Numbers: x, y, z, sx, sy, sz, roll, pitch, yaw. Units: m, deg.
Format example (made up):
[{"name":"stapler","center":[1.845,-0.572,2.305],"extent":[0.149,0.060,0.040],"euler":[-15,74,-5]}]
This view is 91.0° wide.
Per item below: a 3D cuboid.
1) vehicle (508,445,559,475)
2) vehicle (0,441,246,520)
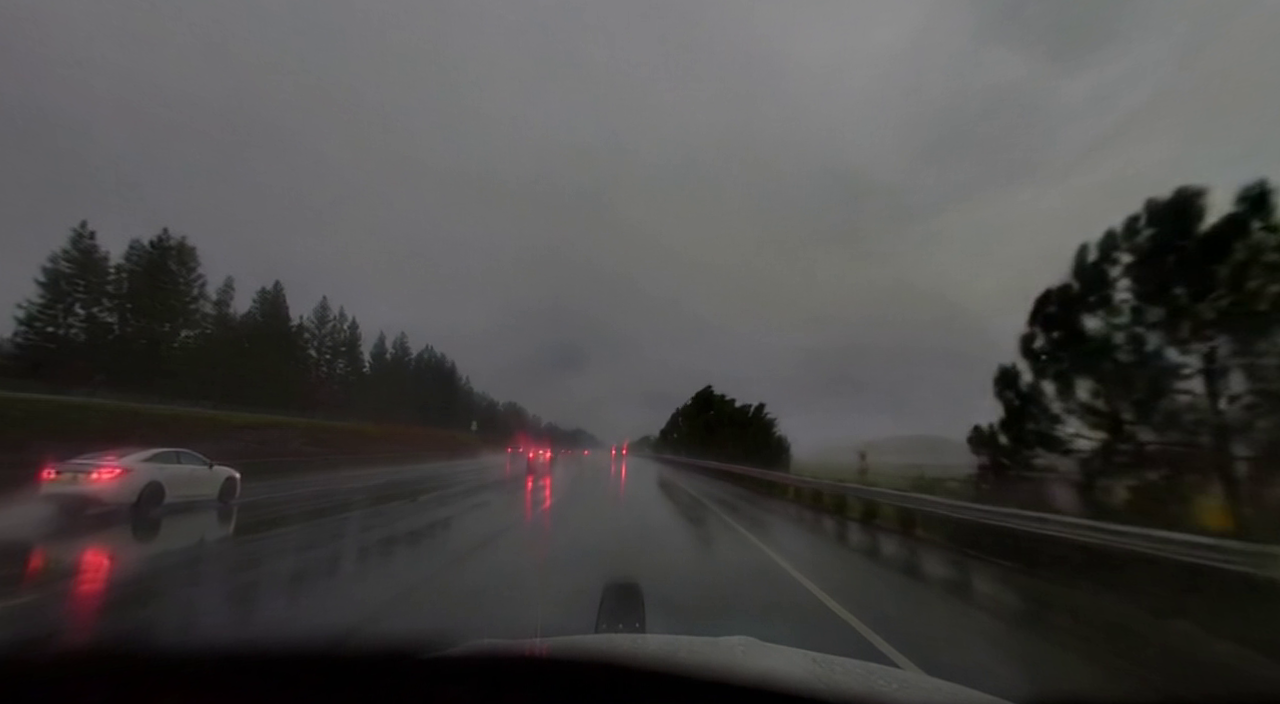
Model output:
[{"name":"vehicle","center":[-5.394,5.530,32.449],"extent":[2.120,1.458,4.031],"euler":[0,-9,-3]},{"name":"vehicle","center":[-11.448,2.807,14.372],"extent":[1.960,1.487,4.593],"euler":[0,-9,-1]}]
